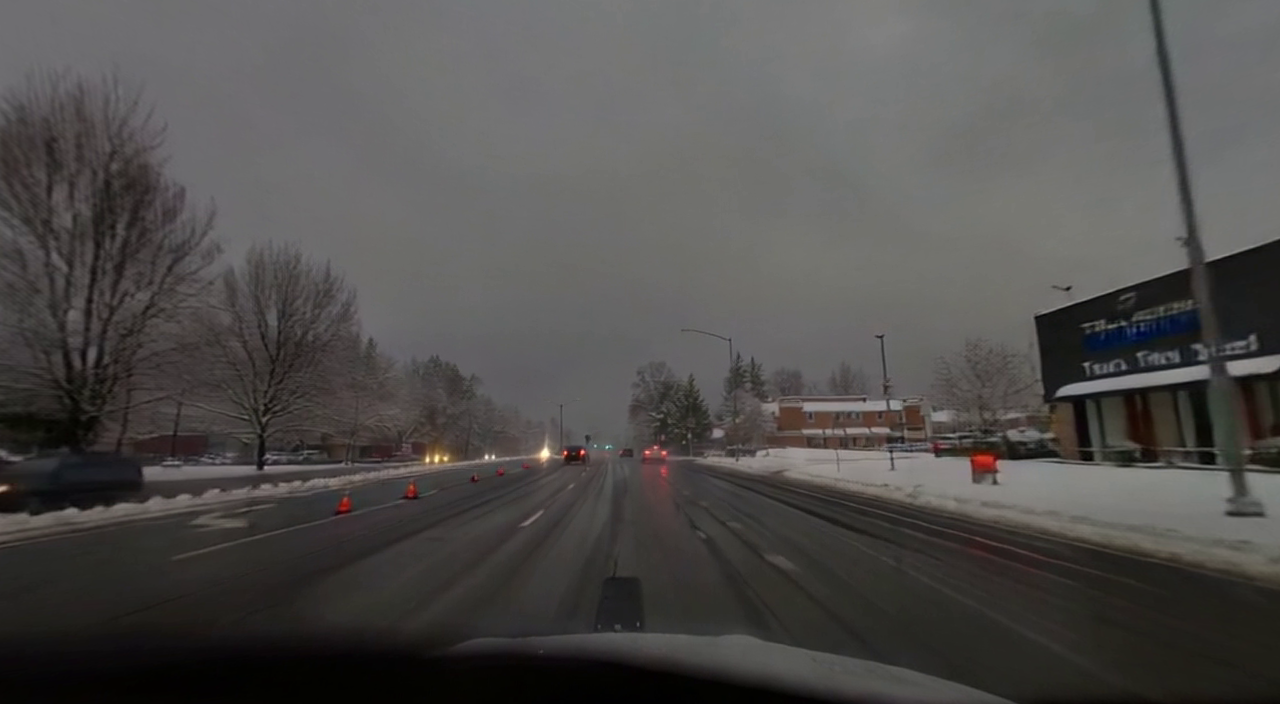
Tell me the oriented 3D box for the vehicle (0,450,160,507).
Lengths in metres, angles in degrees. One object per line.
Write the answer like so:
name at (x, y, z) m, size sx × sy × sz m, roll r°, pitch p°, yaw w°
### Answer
vehicle at (-17.442, 3.785, 19.409) m, size 1.866 × 1.477 × 4.445 m, roll 0°, pitch -9°, yaw 0°
